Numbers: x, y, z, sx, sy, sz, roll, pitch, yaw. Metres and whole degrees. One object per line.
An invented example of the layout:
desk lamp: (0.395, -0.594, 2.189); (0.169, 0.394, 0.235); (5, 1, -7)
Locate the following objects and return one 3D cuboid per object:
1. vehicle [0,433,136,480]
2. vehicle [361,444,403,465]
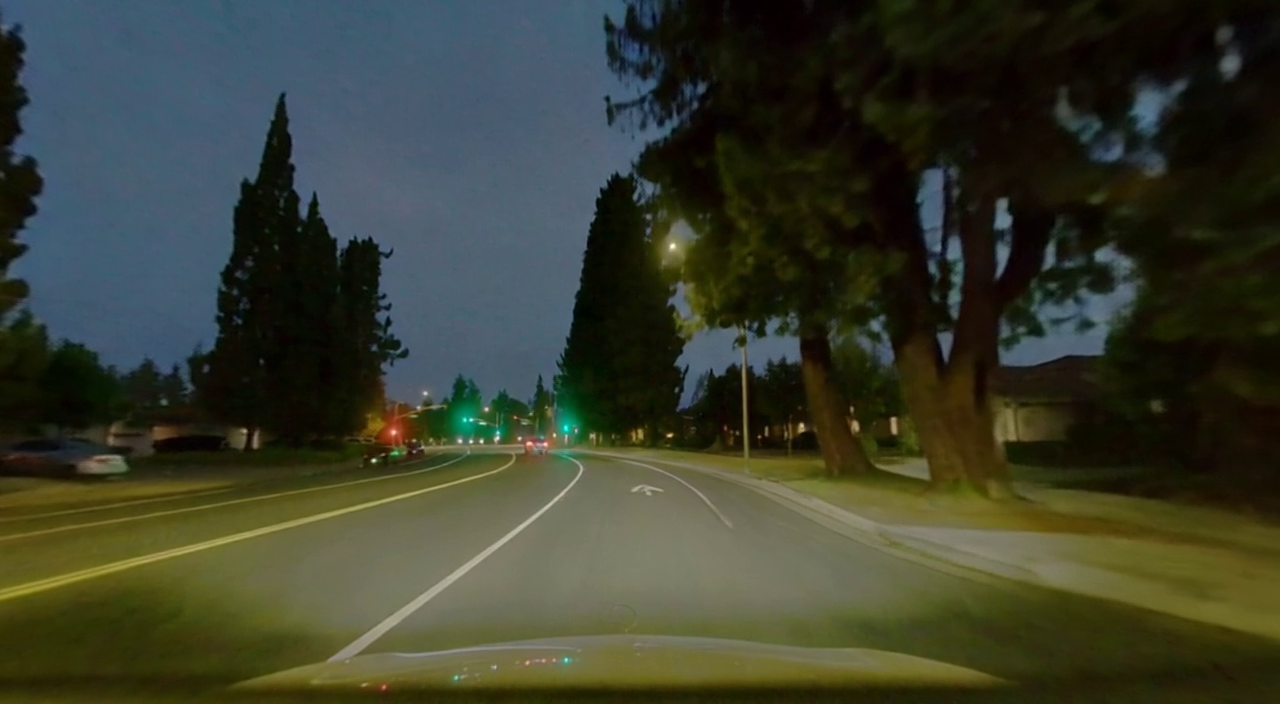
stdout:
vehicle: (-21.753, 3.913, 23.744); (3.832, 1.683, 1.877); (1, -8, -7)
vehicle: (-18.457, 7.303, 45.348); (1.911, 1.436, 4.554); (2, -8, -11)
